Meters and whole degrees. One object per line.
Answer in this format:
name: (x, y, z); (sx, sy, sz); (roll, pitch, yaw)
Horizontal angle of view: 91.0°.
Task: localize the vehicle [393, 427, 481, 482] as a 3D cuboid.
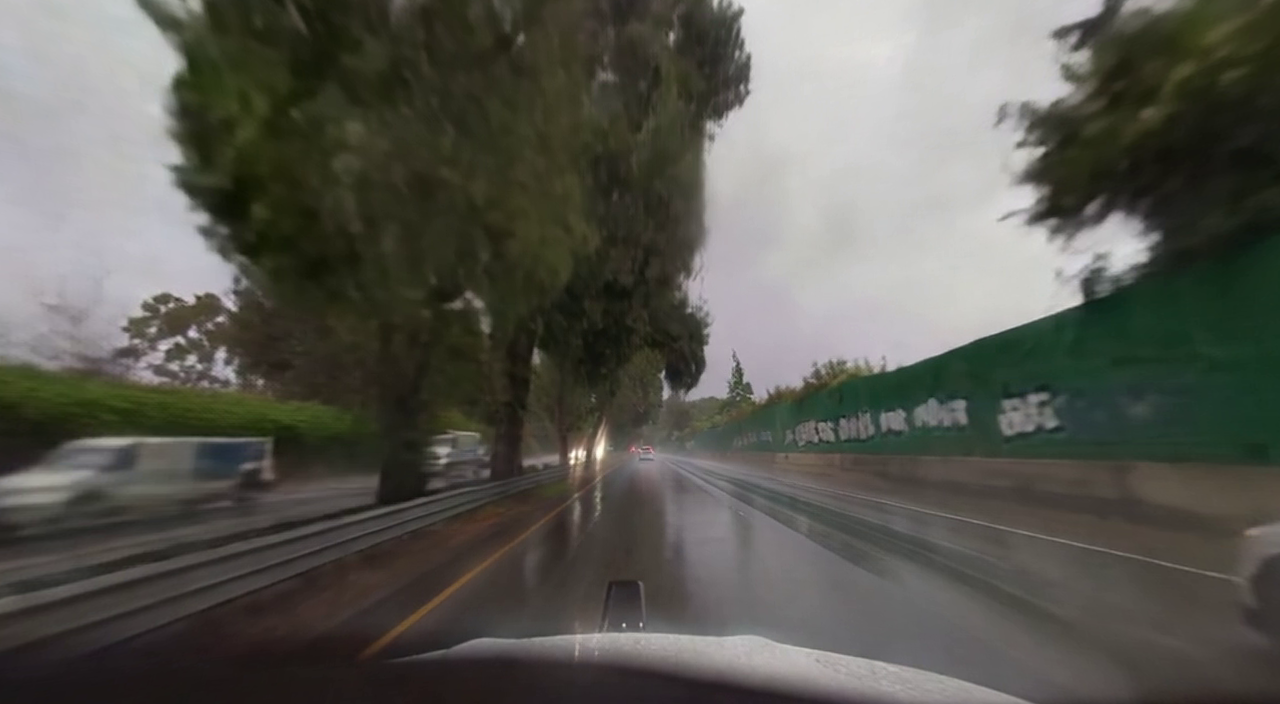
vehicle: (-11.378, 5.800, 36.026); (2.663, 2.819, 6.467); (-1, -9, 2)
